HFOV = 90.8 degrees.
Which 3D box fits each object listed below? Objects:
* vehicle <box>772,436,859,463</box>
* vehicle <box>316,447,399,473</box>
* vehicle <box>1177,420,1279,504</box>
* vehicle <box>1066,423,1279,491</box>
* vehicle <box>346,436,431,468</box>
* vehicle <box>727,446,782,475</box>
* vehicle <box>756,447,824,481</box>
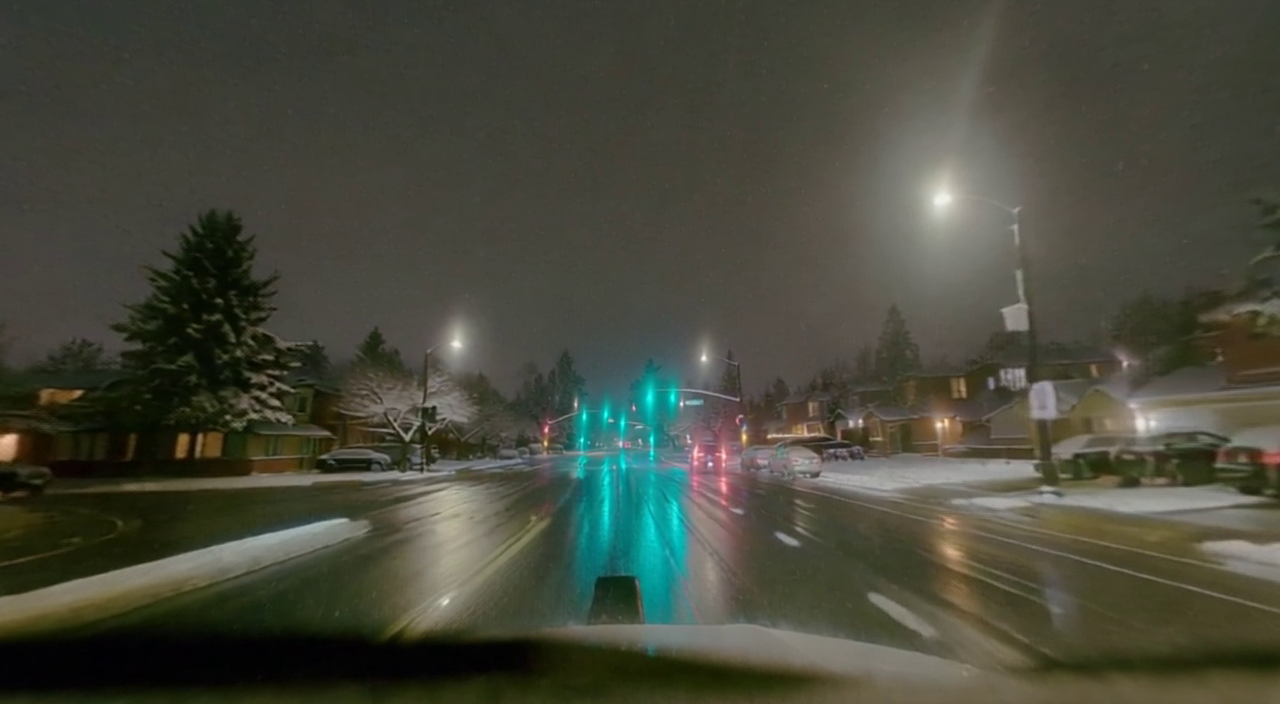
[{"bbox_3d":[13.550,7.547,49.025,5.974,1.840,2.185,-1,-7,-1],"label":"vehicle"},{"bbox_3d":[-18.625,7.147,41.858,4.598,1.445,1.973,-2,-9,-2],"label":"vehicle"},{"bbox_3d":[15.316,2.459,14.325,4.401,1.756,1.983,0,-8,-1],"label":"vehicle"},{"bbox_3d":[16.607,3.255,19.808,4.782,1.810,2.247,-2,-8,0],"label":"vehicle"},{"bbox_3d":[-18.842,7.559,47.578,5.096,2.070,2.687,2,-9,0],"label":"vehicle"},{"bbox_3d":[6.715,6.402,37.601,1.934,1.504,4.928,4,-9,-4],"label":"vehicle"},{"bbox_3d":[7.333,5.518,31.410,1.951,1.528,4.366,1,-9,-5],"label":"vehicle"}]
